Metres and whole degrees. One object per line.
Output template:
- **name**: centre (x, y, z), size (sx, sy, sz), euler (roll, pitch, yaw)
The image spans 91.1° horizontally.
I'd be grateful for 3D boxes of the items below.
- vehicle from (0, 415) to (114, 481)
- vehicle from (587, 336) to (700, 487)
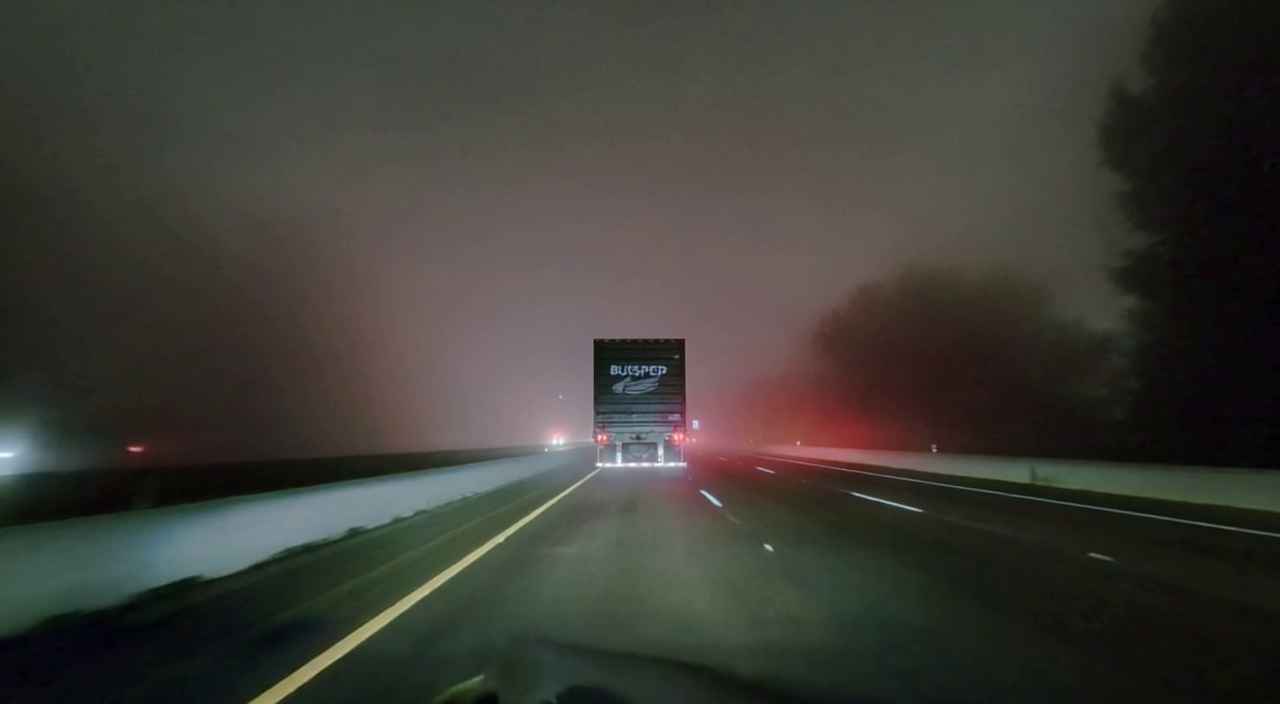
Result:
- **vehicle**: centre (-15.710, 2.355, 15.588), size (1.795, 1.517, 4.019), euler (0, -8, 0)
- **vehicle**: centre (0.082, 2.095, 20.649), size (2.870, 3.911, 8.697), euler (0, -8, 0)
